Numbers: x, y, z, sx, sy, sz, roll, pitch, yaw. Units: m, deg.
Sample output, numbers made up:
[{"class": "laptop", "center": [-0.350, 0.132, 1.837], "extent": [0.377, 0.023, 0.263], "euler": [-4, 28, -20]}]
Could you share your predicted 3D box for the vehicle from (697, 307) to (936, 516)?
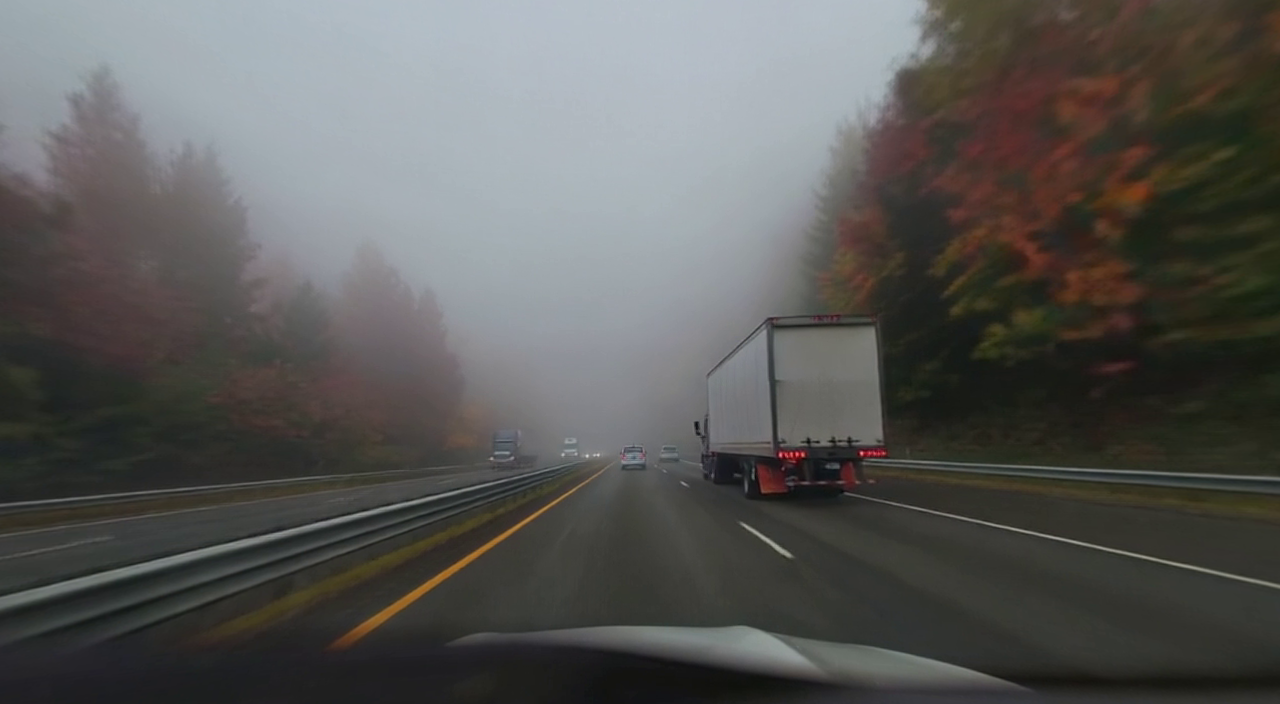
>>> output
[{"class": "vehicle", "center": [4.016, 2.158, 19.090], "extent": [3.068, 4.042, 13.787], "euler": [-1, -9, -1]}]

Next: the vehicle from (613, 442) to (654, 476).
[{"class": "vehicle", "center": [-0.378, 5.915, 34.896], "extent": [2.151, 1.693, 4.201], "euler": [0, -9, -1]}]
